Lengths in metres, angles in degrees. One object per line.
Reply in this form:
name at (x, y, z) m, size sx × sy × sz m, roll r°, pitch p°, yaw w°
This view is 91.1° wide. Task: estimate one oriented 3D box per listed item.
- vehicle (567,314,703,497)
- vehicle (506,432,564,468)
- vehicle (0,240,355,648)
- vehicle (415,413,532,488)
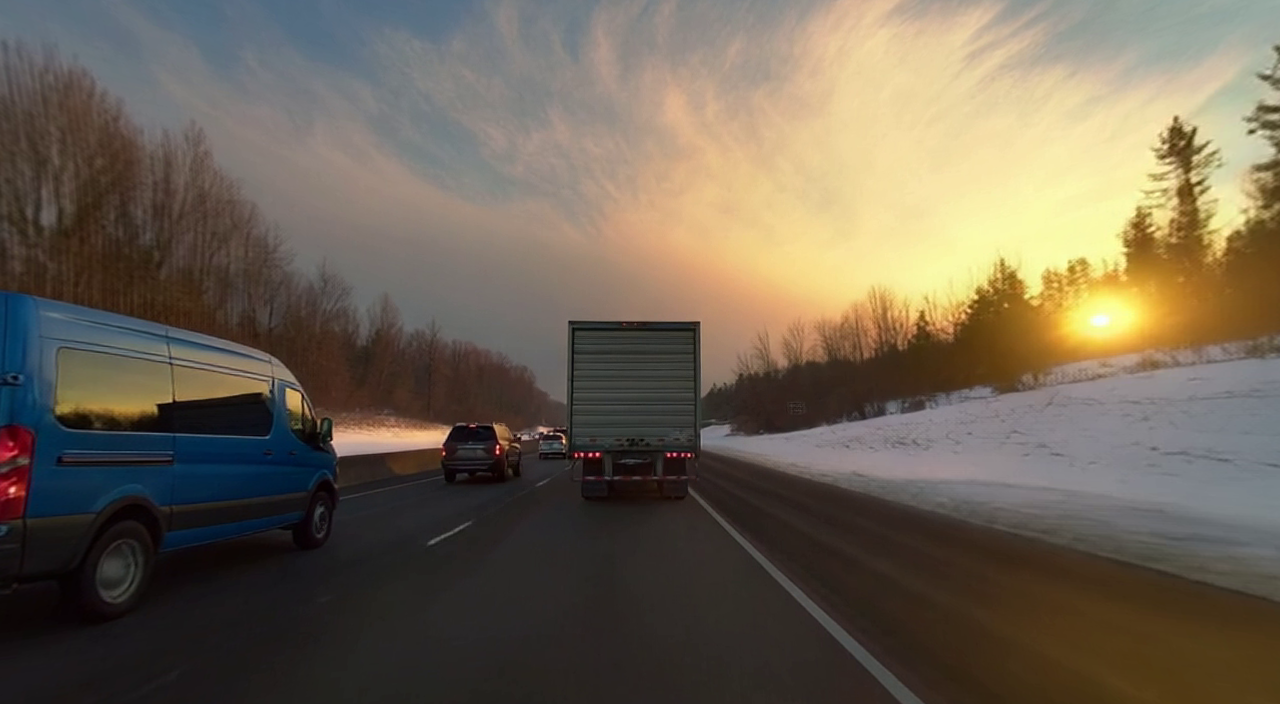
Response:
vehicle at (-0.212, 1.826, 18.913) m, size 2.953 × 4.041 × 10.072 m, roll 0°, pitch -8°, yaw -1°
vehicle at (-4.848, 4.574, 29.652) m, size 1.931 × 1.539 × 4.441 m, roll 0°, pitch -8°, yaw 0°
vehicle at (-5.246, 0.858, 6.020) m, size 2.478 × 2.515 × 5.438 m, roll 0°, pitch -8°, yaw -1°
vehicle at (-4.859, 2.949, 19.252) m, size 2.168 × 1.985 × 4.952 m, roll 0°, pitch -8°, yaw 0°
